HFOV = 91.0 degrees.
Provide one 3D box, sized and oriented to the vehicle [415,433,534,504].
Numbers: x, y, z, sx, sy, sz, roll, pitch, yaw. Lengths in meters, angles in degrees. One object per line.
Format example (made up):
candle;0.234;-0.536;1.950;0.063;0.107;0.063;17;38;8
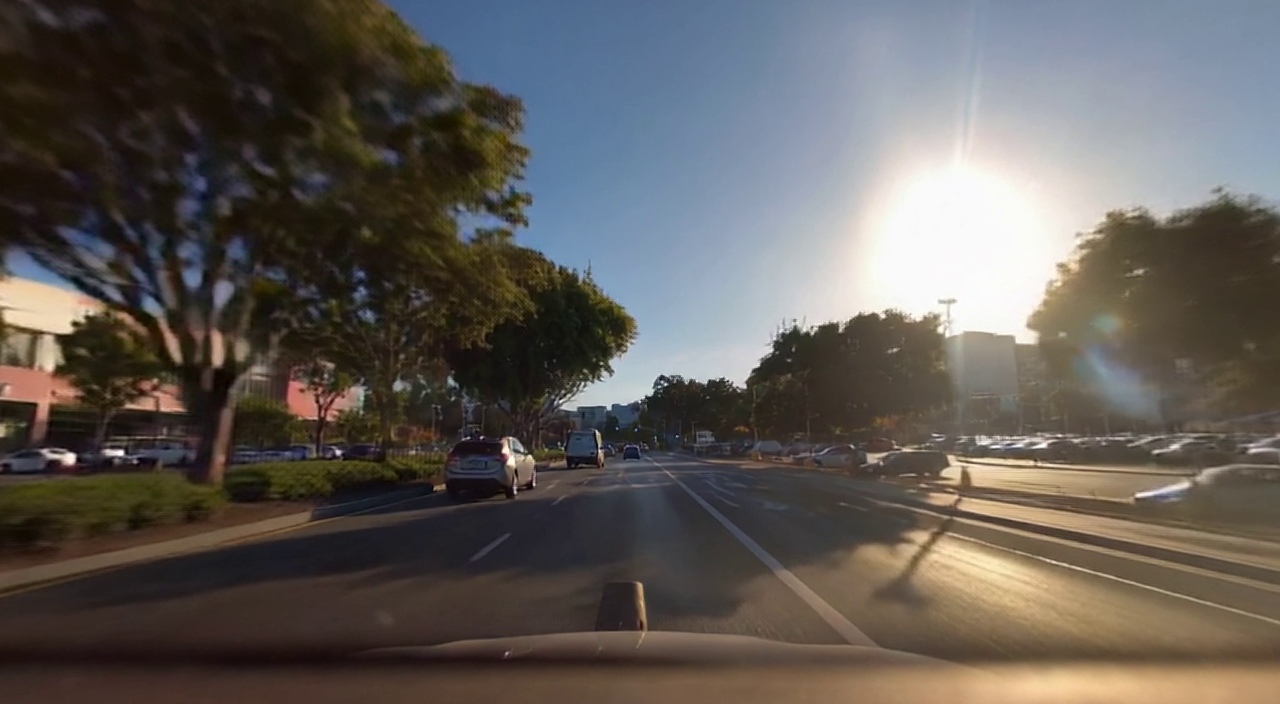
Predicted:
vehicle;-4.333;3.125;17.309;2.109;1.672;4.256;0;-9;0

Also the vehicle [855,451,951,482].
vehicle;16.591;7.220;39.879;5.041;1.803;2.182;-1;-9;1

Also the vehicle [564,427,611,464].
vehicle;-3.753;6.970;46.764;2.917;2.524;6.990;0;-9;0

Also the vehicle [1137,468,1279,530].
vehicle;16.581;3.887;16.838;4.723;1.466;2.085;0;-9;0

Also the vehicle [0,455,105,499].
vehicle;-22.945;4.613;23.473;1.885;1.428;4.638;0;-9;-1
